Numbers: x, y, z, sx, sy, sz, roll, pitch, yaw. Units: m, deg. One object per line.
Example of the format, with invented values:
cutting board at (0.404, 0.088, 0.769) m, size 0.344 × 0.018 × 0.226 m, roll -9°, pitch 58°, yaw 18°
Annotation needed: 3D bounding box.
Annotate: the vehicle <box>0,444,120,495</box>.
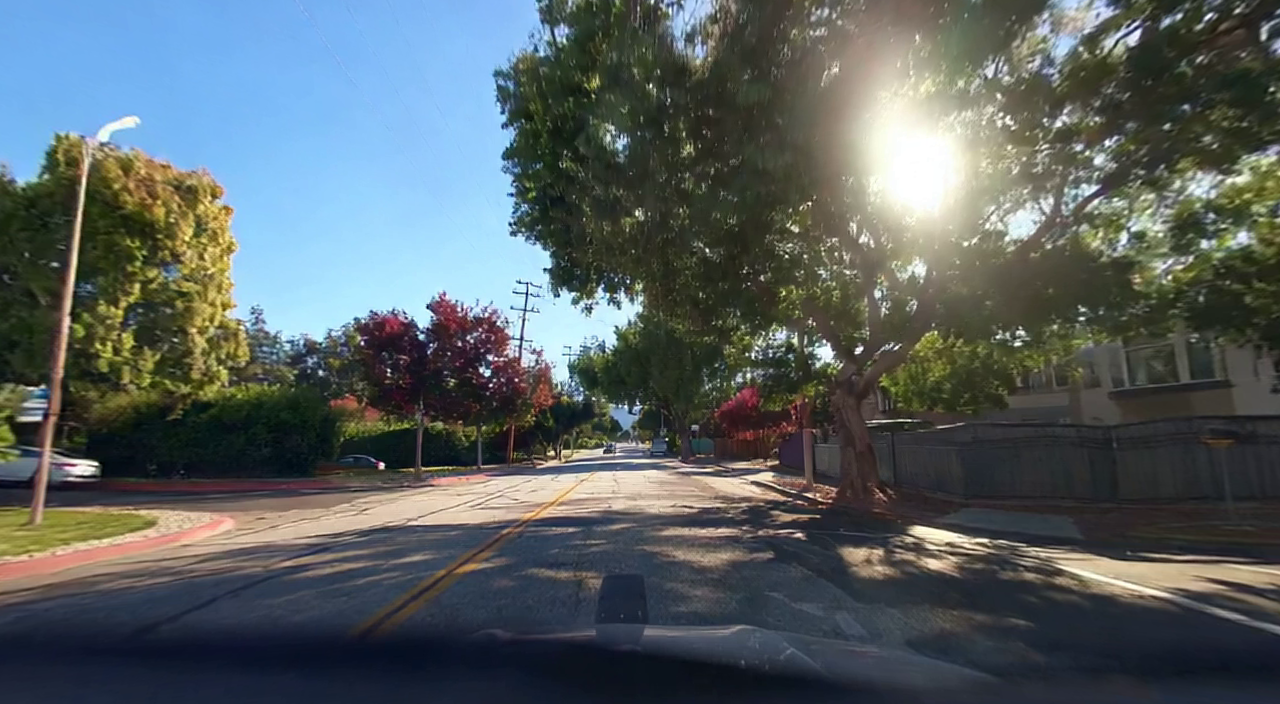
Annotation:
vehicle at (-19.391, 3.646, 19.806) m, size 4.354 × 1.471 × 1.935 m, roll 0°, pitch -8°, yaw -1°
